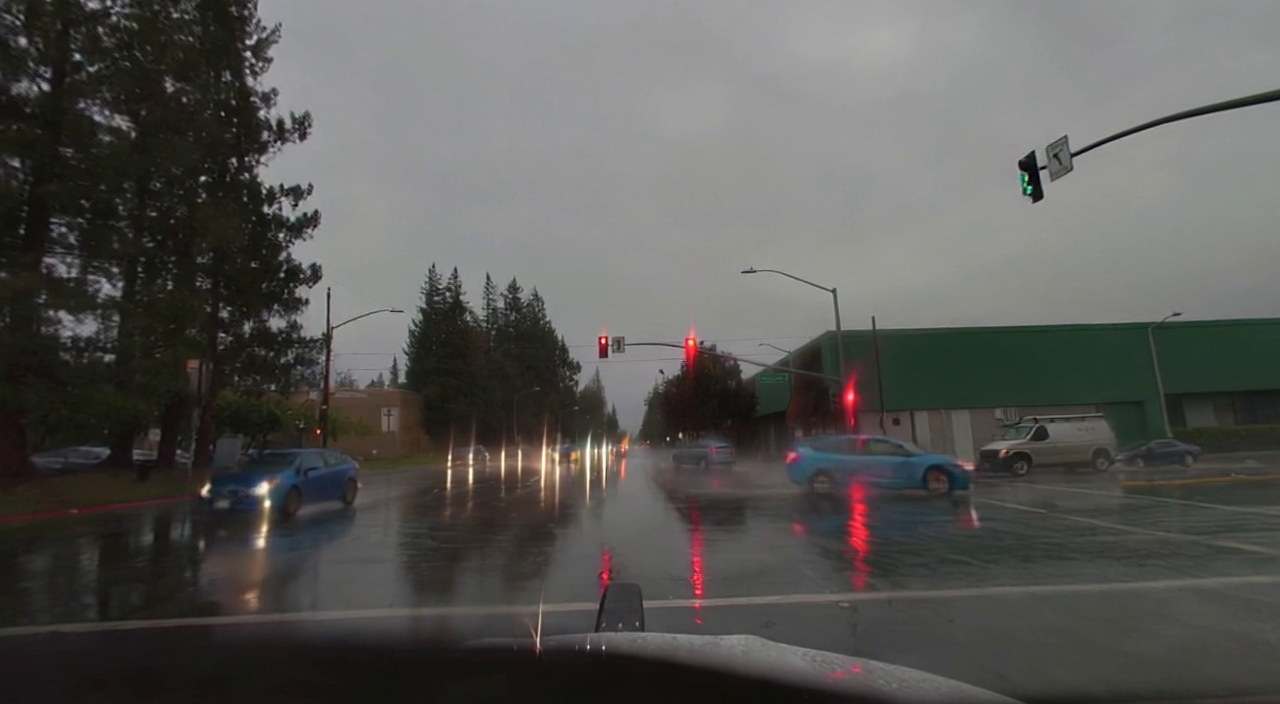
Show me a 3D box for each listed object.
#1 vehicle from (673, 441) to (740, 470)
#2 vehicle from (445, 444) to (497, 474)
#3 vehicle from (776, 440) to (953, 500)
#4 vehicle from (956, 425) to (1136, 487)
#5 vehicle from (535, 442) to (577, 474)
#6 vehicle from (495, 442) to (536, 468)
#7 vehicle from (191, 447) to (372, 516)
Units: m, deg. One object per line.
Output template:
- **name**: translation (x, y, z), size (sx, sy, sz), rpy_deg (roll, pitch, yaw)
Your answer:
- **vehicle**: translation (3.746, 6.005, 36.629), size (1.919, 1.453, 4.828), rpy_deg (1, -9, -19)
- **vehicle**: translation (-8.840, 5.615, 33.309), size (1.779, 1.460, 4.463), rpy_deg (0, -9, -4)
- **vehicle**: translation (5.983, 3.105, 16.908), size (4.228, 1.416, 1.846), rpy_deg (-4, -10, 26)
- **vehicle**: translation (14.823, 3.778, 23.117), size (5.910, 2.046, 2.228), rpy_deg (3, -9, -20)
- **vehicle**: translation (-4.228, 5.268, 31.584), size (1.935, 1.464, 4.562), rpy_deg (1, -9, -8)
- **vehicle**: translation (-8.679, 7.199, 44.401), size (2.087, 1.718, 4.700), rpy_deg (0, -9, -2)
- **vehicle**: translation (-8.778, 3.165, 16.023), size (2.024, 1.460, 4.381), rpy_deg (0, -9, 0)
